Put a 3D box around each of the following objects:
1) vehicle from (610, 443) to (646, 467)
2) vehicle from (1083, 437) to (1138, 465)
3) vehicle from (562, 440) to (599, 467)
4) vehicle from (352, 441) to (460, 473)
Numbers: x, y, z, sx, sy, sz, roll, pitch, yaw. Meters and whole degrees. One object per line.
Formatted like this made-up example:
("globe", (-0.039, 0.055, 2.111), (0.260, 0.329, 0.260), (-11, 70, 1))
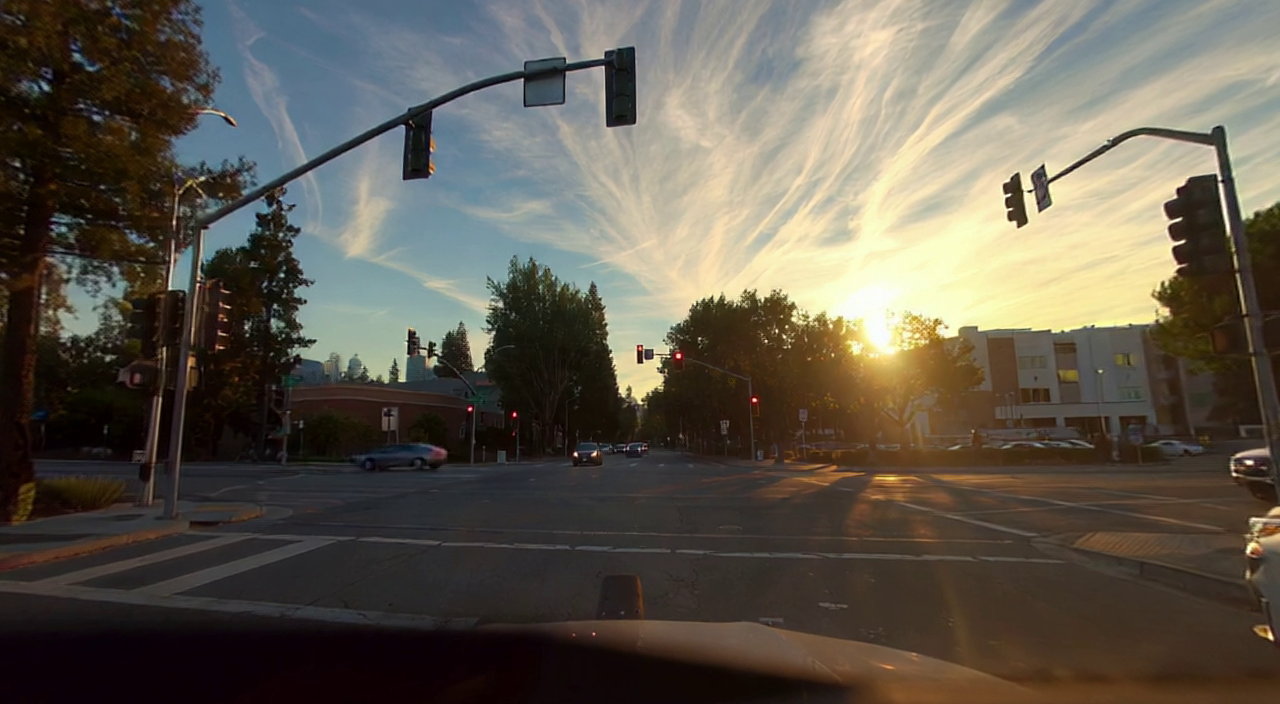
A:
("vehicle", (-0.866, 6.859, 42.147), (2.056, 1.492, 3.937), (1, -9, -6))
("vehicle", (26.964, 5.657, 36.145), (2.092, 1.474, 4.046), (-8, -11, 40))
("vehicle", (-4.119, 7.106, 44.256), (2.251, 1.756, 4.610), (0, -9, -2))
("vehicle", (-11.441, 5.125, 30.980), (4.588, 1.484, 2.000), (-3, -9, 14))
